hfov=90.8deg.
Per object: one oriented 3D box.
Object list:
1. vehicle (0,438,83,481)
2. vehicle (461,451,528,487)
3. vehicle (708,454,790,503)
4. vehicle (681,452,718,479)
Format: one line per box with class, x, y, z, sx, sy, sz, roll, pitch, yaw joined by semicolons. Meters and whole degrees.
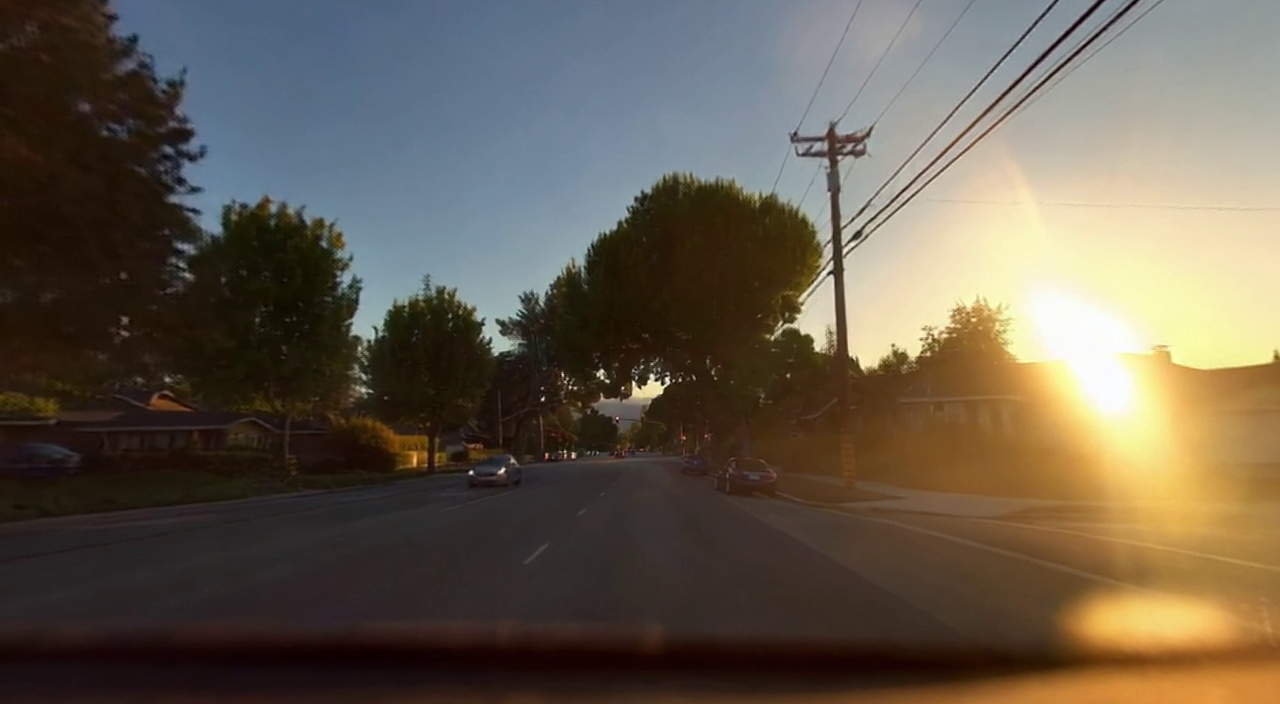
vehicle;-28.657;4.831;28.482;4.750;1.845;2.382;0;-9;-1
vehicle;-6.529;5.295;28.863;2.049;1.494;4.226;0;-9;1
vehicle;3.749;4.436;22.580;2.031;1.500;4.590;0;-9;-1
vehicle;4.005;7.733;43.316;2.020;1.690;4.621;0;-9;-1
